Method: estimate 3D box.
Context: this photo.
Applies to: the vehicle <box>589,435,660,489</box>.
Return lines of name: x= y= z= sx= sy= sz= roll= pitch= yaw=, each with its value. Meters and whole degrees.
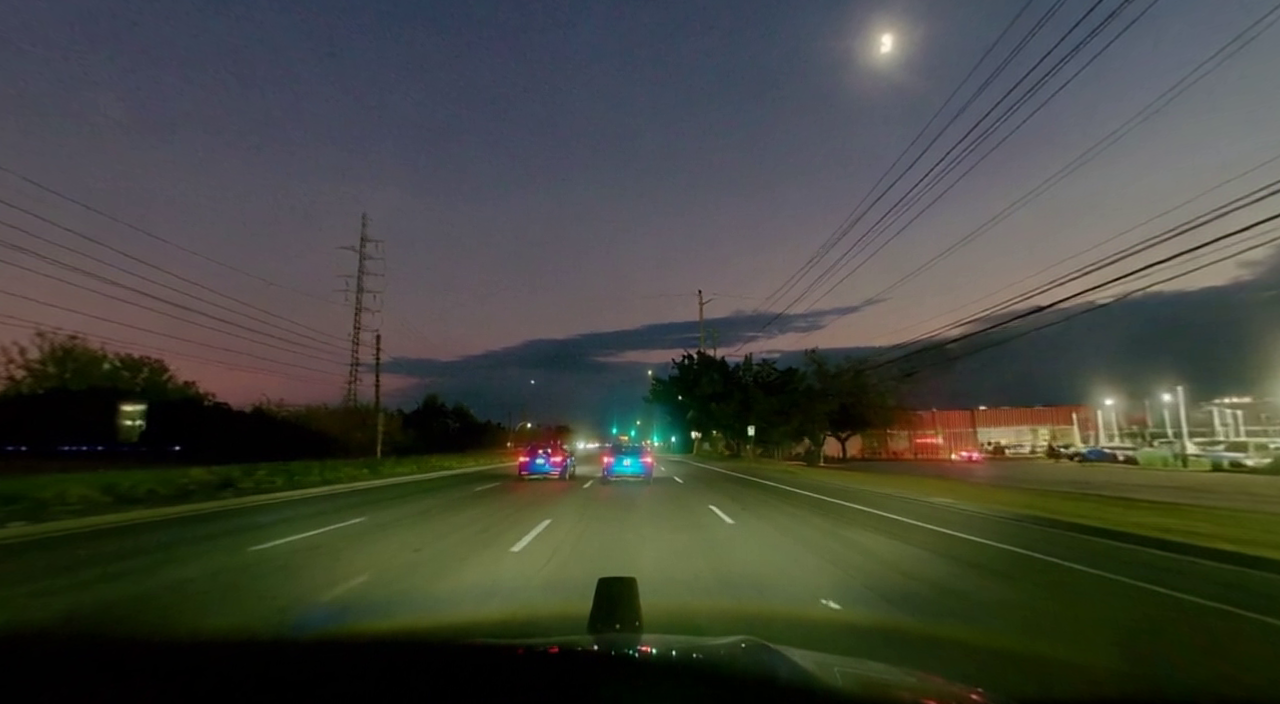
vehicle: x=-0.490 y=3.734 z=21.674 sx=2.189 sy=1.652 sz=4.135 roll=0 pitch=-9 yaw=0

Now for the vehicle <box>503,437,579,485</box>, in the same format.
vehicle: x=-3.565 y=4.055 z=23.793 sx=1.985 sy=1.607 sz=4.892 roll=0 pitch=-8 yaw=1
